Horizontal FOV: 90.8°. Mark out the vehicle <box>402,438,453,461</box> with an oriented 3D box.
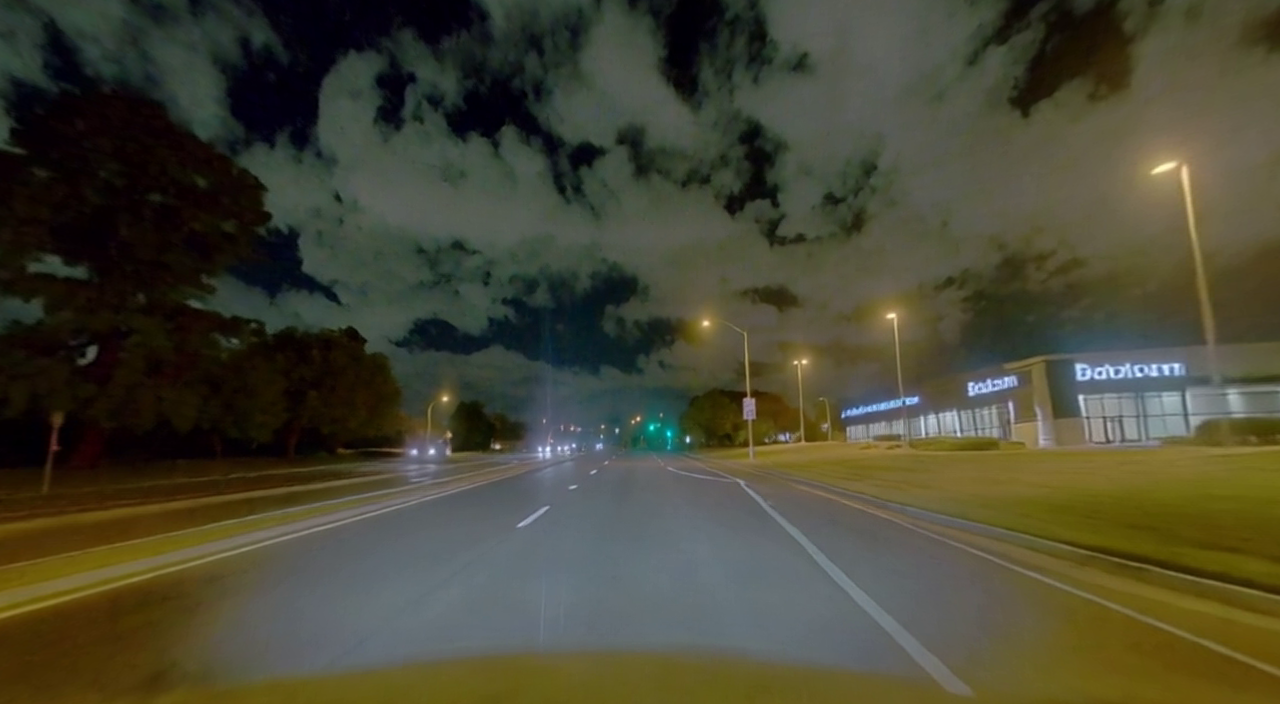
[{"bbox_3d":[-15.926,7.330,47.616,2.131,1.679,4.554,-1,-8,2],"label":"vehicle"}]
